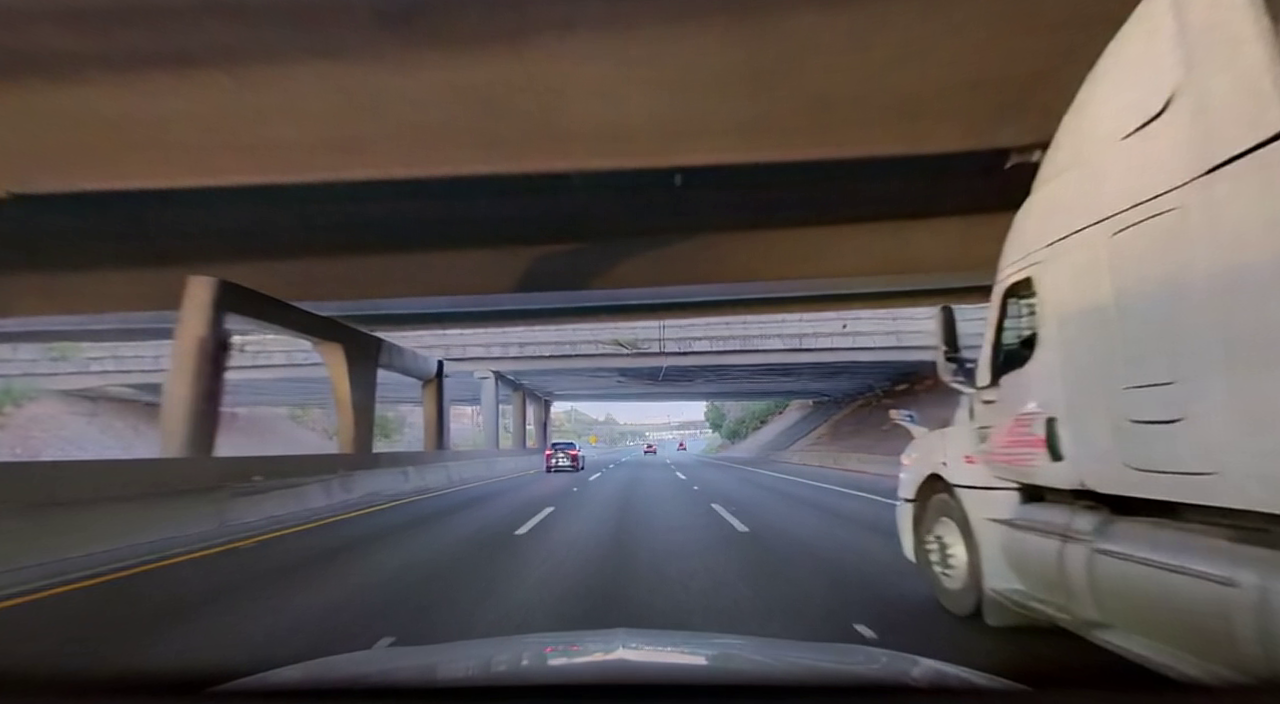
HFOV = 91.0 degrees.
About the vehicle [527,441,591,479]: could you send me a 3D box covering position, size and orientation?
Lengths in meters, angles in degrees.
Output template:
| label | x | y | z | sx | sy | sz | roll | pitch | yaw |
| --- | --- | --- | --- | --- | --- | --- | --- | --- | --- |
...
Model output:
| label | x | y | z | sx | sy | sz | roll | pitch | yaw |
| --- | --- | --- | --- | --- | --- | --- | --- | --- | --- |
| vehicle | -3.560 | 4.826 | 28.599 | 2.276 | 1.551 | 4.484 | -1 | -8 | 1 |
